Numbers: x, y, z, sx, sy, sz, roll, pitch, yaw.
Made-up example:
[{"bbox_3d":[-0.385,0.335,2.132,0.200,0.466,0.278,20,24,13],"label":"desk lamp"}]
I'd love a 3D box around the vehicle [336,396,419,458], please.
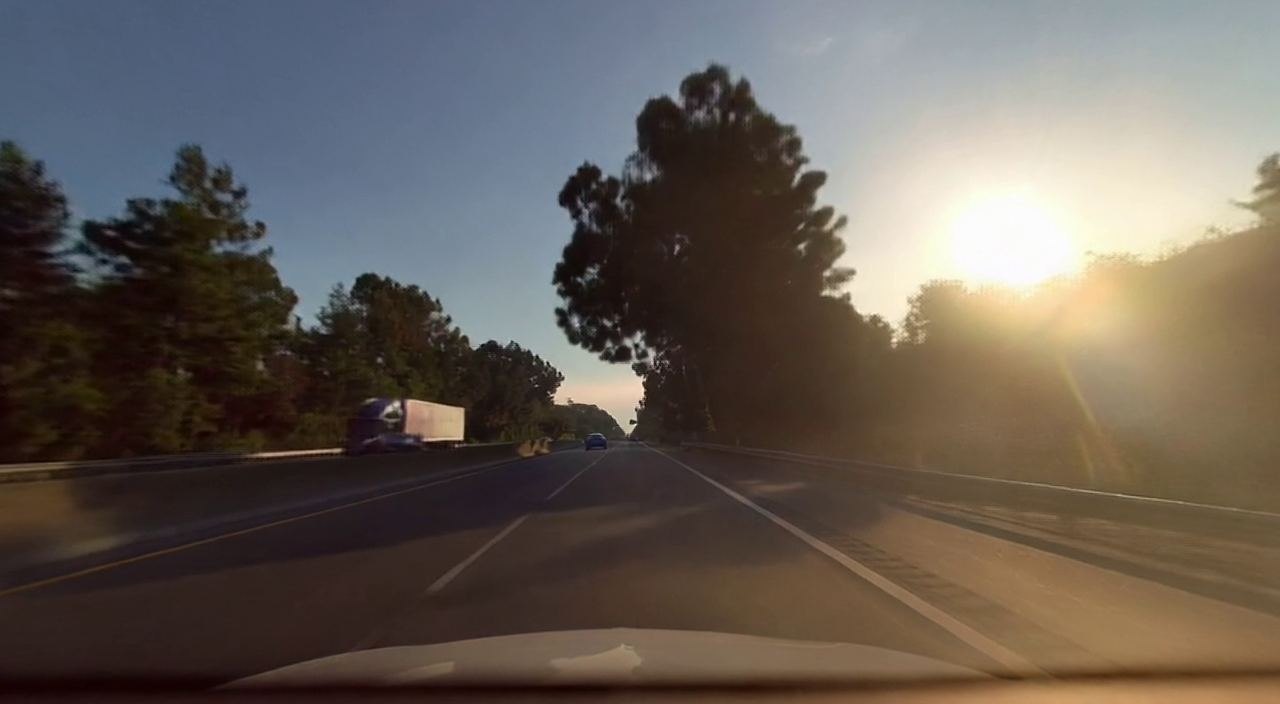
[{"bbox_3d":[-17.338,5.033,42.105,2.930,3.853,5.885,0,-8,-1],"label":"vehicle"}]

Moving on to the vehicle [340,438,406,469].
[{"bbox_3d":[-12.313,4.675,29.217,1.669,1.358,3.302,0,-8,-2],"label":"vehicle"}]
